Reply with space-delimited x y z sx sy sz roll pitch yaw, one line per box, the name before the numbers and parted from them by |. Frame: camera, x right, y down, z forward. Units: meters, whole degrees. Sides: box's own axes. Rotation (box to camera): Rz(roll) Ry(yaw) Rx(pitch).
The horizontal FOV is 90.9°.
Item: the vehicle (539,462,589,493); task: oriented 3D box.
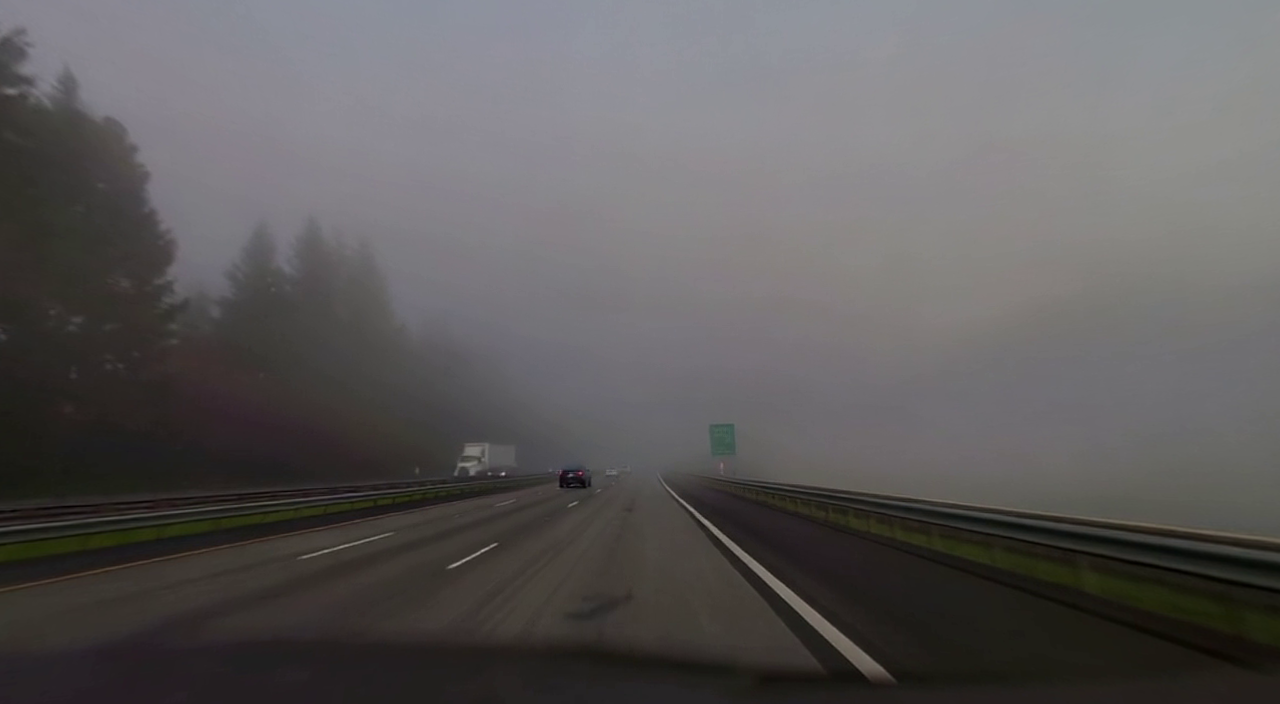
vehicle | -3.894 6.563 33.068 2.043 1.486 4.442 1 -10 0
